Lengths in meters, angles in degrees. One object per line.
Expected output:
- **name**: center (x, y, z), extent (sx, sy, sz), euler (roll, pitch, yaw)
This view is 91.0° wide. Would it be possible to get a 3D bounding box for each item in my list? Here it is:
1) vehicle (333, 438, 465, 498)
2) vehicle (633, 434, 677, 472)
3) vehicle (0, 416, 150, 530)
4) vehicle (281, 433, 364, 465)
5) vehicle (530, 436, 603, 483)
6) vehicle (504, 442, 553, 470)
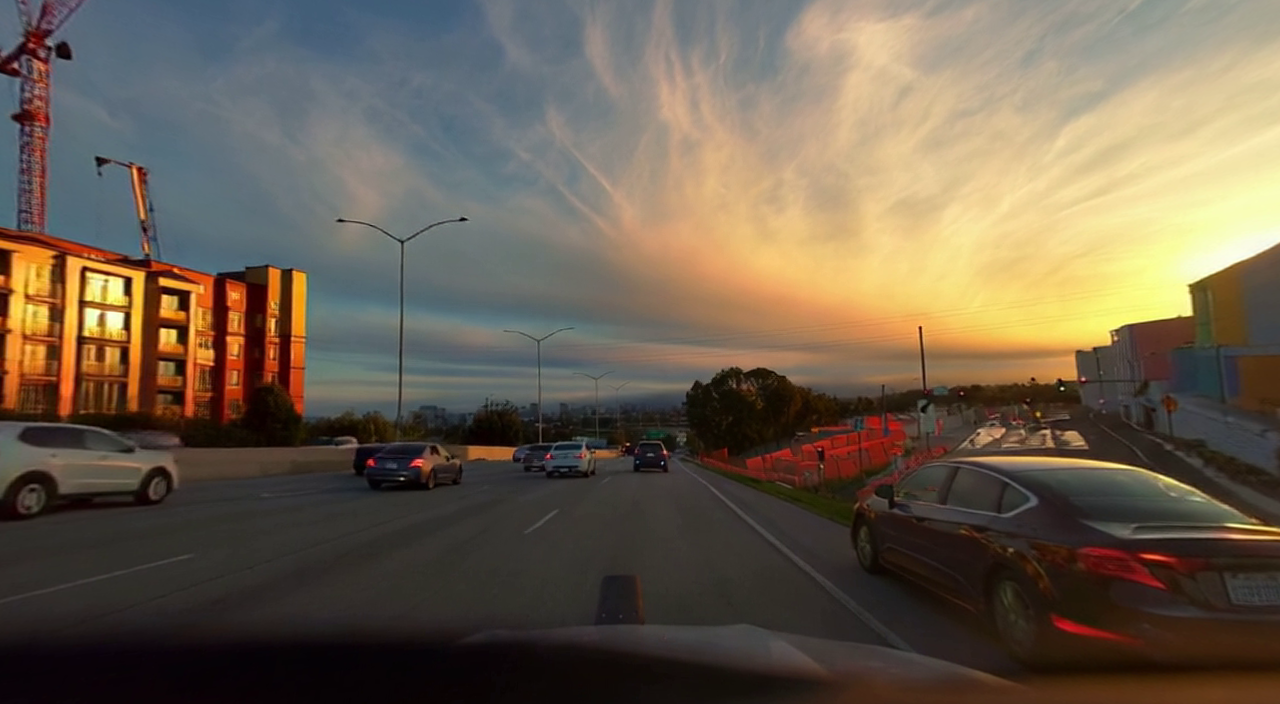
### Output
- **vehicle**: center (-6.821, 3.314, 18.428), extent (1.959, 1.486, 4.460), euler (0, -8, 2)
- **vehicle**: center (0.756, 5.171, 32.393), extent (2.116, 1.763, 4.352), euler (0, -8, 1)
- **vehicle**: center (-10.310, 1.832, 9.715), extent (1.934, 1.649, 4.338), euler (0, -8, 0)
- **vehicle**: center (-18.727, 5.759, 37.492), extent (1.983, 1.701, 5.236), euler (0, -8, 3)
- **vehicle**: center (-2.754, 4.154, 24.644), extent (2.109, 1.657, 4.554), euler (0, -8, 3)
- **vehicle**: center (-6.371, 5.978, 36.404), extent (1.931, 1.505, 4.386), euler (0, -8, 1)
